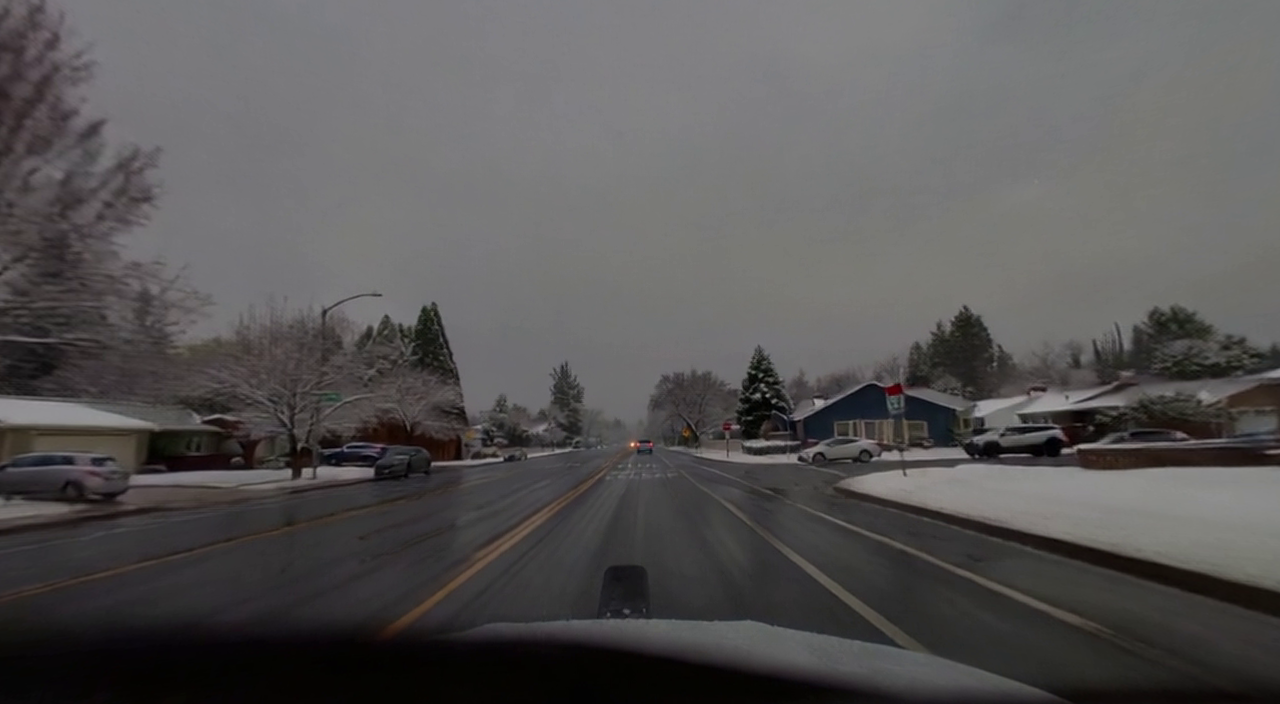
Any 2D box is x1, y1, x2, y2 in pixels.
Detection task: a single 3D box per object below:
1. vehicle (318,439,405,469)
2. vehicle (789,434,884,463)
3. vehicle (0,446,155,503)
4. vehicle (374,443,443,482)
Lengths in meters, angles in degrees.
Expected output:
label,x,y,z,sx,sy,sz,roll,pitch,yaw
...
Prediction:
label,x,y,z,sx,sy,sz,roll,pitch,yaw
vehicle,-19.597,7.179,44.551,4.969,1.995,2.462,0,-8,0
vehicle,10.989,5.444,35.630,4.818,1.525,2.163,-2,-8,9
vehicle,-18.236,3.733,19.436,4.717,1.605,2.074,0,-8,-3
vehicle,-12.442,5.938,34.174,1.965,1.653,4.488,-3,-6,1
